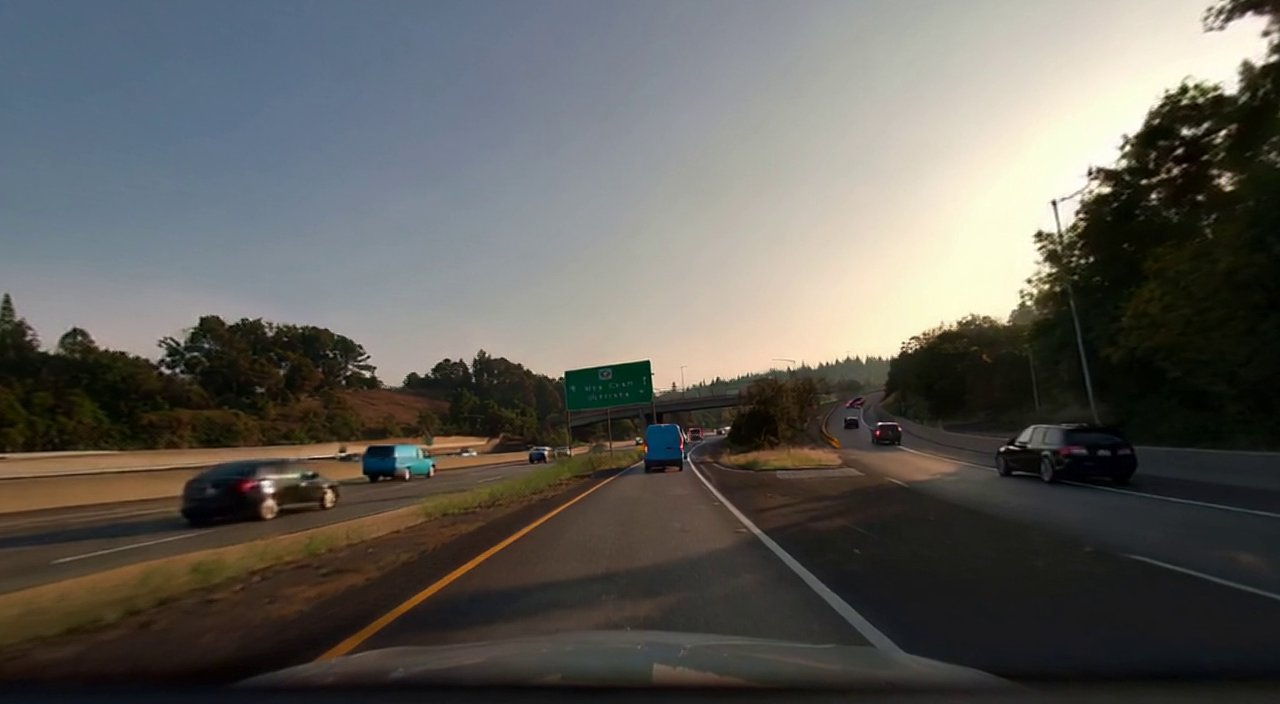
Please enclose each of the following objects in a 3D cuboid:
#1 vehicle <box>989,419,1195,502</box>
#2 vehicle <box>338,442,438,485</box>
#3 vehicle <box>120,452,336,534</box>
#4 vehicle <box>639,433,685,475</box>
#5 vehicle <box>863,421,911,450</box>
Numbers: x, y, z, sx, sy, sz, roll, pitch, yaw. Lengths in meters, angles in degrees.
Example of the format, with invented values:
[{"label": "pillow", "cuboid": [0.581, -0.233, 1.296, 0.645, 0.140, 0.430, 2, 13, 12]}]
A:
[{"label": "vehicle", "cuboid": [10.492, 2.548, 15.212, 2.098, 1.654, 4.637, -2, -8, 9]}, {"label": "vehicle", "cuboid": [-12.771, 5.661, 32.598, 2.298, 1.964, 6.364, -1, -8, 3]}, {"label": "vehicle", "cuboid": [-9.247, 3.142, 14.726, 1.896, 1.543, 4.429, -1, -8, 3]}, {"label": "vehicle", "cuboid": [1.024, 4.917, 30.593, 2.043, 1.821, 4.558, -1, -8, 1]}, {"label": "vehicle", "cuboid": [16.672, 5.697, 42.834, 2.167, 1.798, 4.838, -2, -8, 12]}]
